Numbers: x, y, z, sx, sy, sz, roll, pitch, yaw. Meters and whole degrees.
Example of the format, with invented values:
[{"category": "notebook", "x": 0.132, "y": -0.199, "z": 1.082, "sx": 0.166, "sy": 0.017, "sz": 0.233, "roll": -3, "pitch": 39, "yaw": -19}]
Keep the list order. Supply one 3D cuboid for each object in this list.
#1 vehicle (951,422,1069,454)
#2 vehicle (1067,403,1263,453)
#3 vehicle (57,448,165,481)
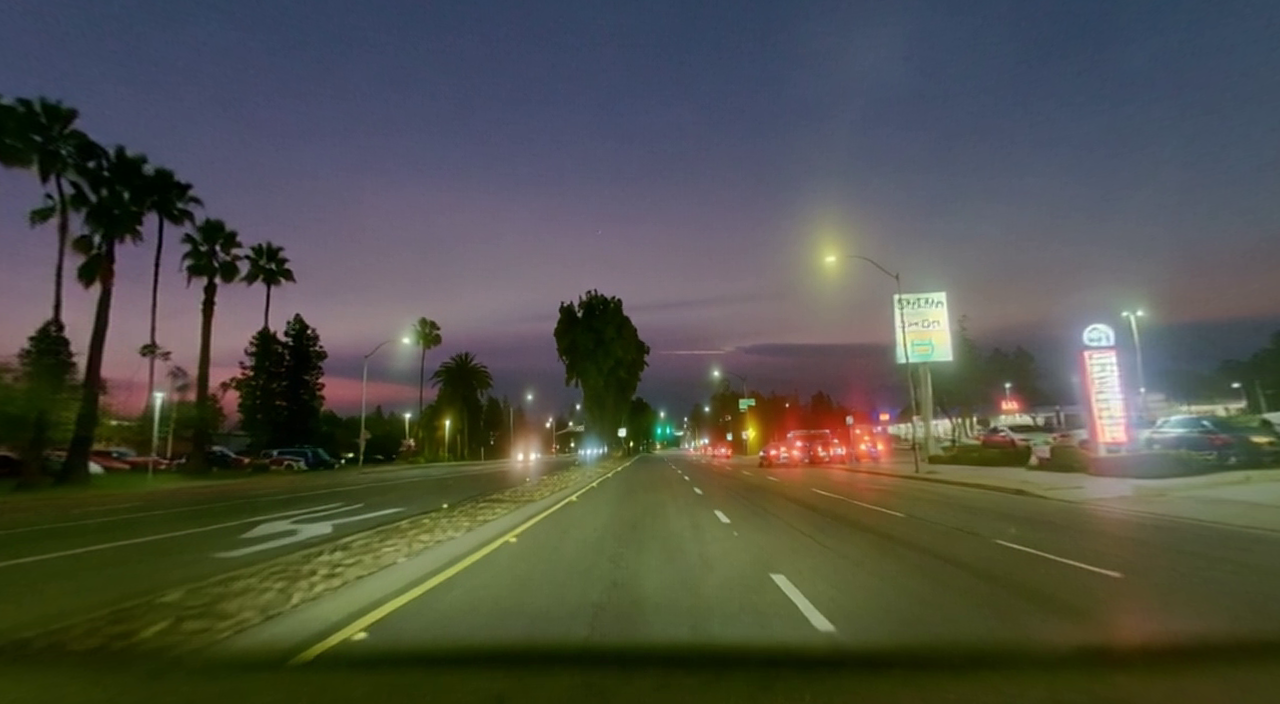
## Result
[{"category": "vehicle", "x": 18.654, "y": 4.353, "z": 31.945, "sx": 4.691, "sy": 1.545, "sz": 1.900, "roll": -1, "pitch": -8, "yaw": 4}, {"category": "vehicle", "x": 19.228, "y": 2.855, "z": 23.333, "sx": 5.123, "sy": 1.730, "sz": 2.183, "roll": -1, "pitch": -8, "yaw": 3}, {"category": "vehicle", "x": -27.864, "y": 5.901, "z": 33.408, "sx": 2.067, "sy": 1.563, "sz": 4.043, "roll": -1, "pitch": -8, "yaw": 4}]
